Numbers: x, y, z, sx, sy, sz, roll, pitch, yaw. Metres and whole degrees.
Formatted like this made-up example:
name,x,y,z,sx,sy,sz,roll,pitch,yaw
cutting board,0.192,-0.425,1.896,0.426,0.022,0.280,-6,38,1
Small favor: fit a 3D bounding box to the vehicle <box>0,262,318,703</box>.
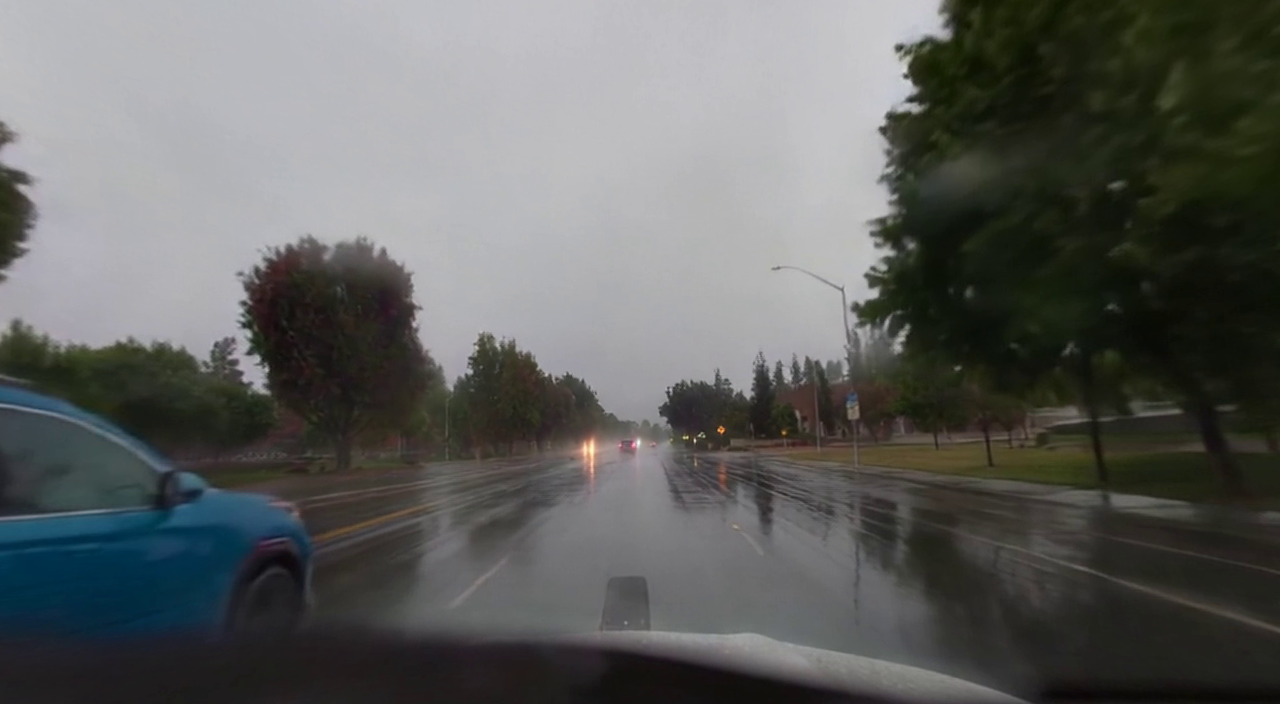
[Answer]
name,x,y,z,sx,sy,sz,roll,pitch,yaw
vehicle,-3.135,0.571,1.448,2.179,1.851,4.756,0,-8,1
